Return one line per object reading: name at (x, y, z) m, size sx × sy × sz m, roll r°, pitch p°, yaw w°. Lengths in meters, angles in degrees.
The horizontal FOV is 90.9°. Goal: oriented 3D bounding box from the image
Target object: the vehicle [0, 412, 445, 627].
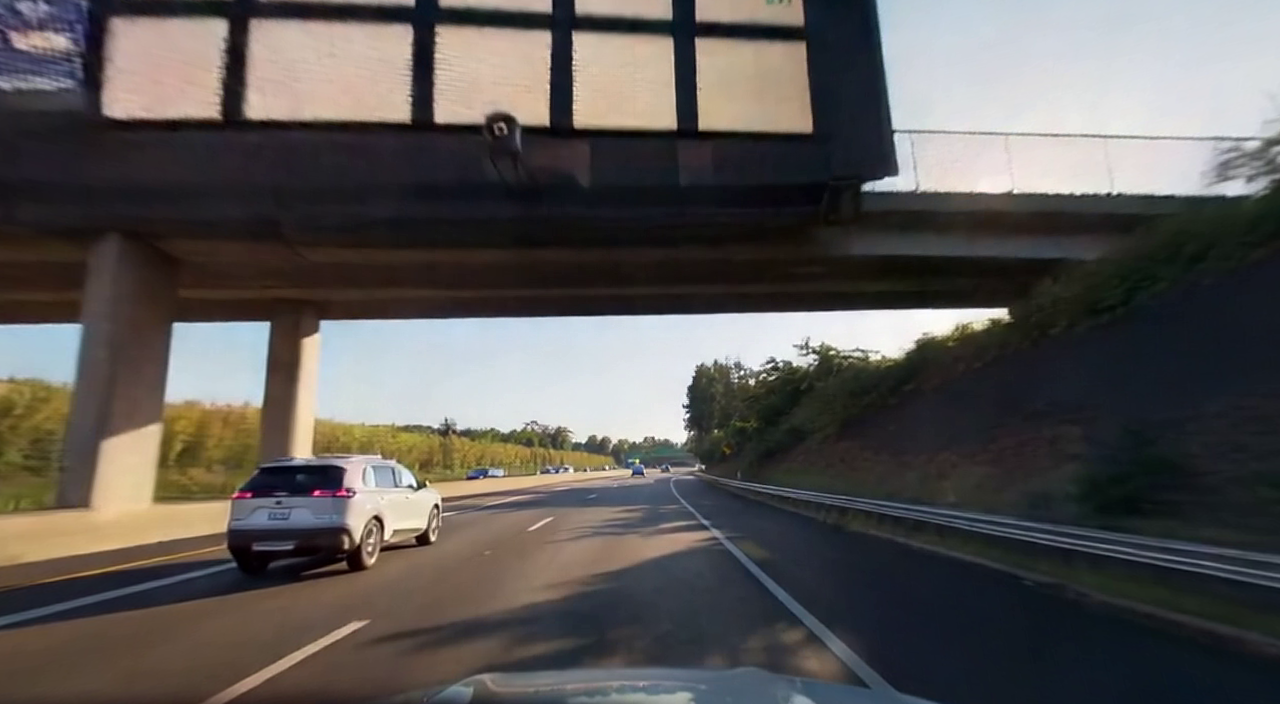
vehicle at (-4.185, 1.798, 7.529) m, size 2.141 × 1.697 × 4.641 m, roll 1°, pitch -11°, yaw 1°
